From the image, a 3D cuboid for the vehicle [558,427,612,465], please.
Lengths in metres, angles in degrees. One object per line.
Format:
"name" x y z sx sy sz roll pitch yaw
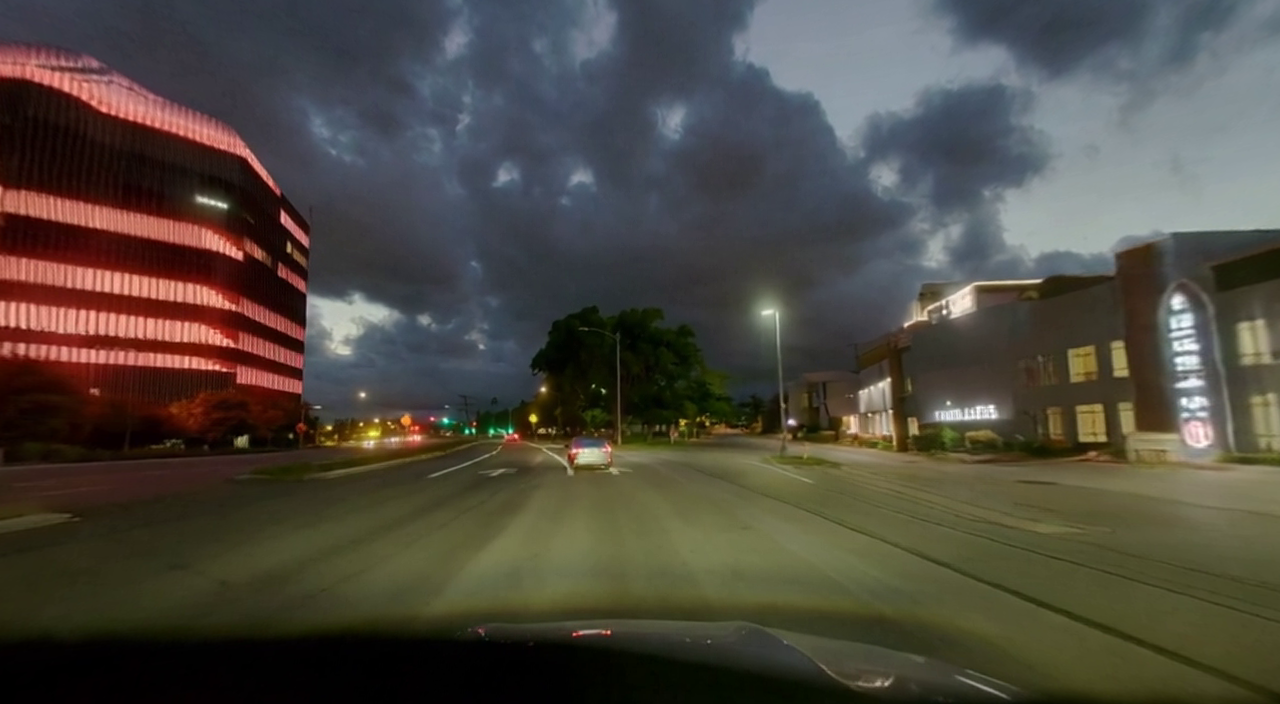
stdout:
"vehicle" -2.588 4.242 28.661 2.231 1.572 4.227 1 -8 -8
